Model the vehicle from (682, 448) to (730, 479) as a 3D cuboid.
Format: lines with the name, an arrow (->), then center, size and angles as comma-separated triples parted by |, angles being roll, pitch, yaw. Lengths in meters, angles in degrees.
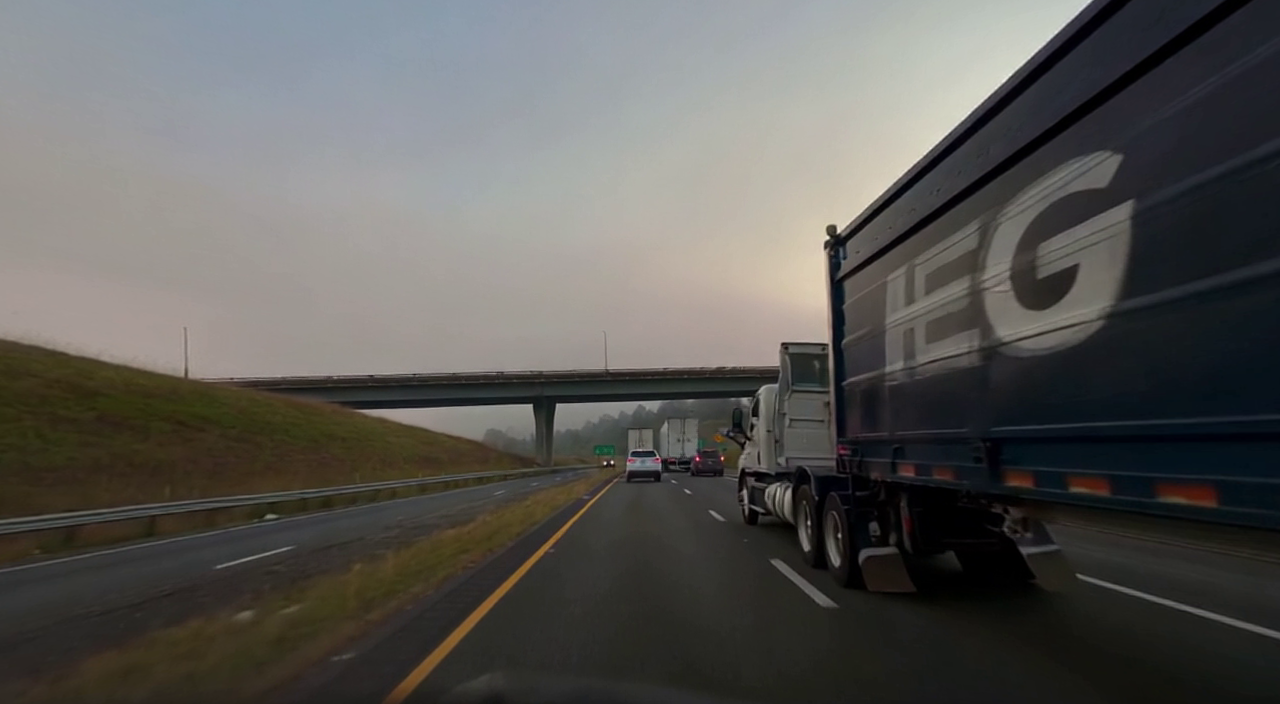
vehicle -> 3.370, 5.773, 32.812 | 1.972, 1.505, 3.946 | 0, -9, -1

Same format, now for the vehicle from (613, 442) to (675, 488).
vehicle -> 0.163, 4.476, 25.175 | 2.256, 1.615, 4.114 | -1, -9, 0

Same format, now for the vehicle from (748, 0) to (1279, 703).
vehicle -> 3.135, -0.227, 2.785 | 2.870, 4.056, 14.250 | -1, -9, 0
